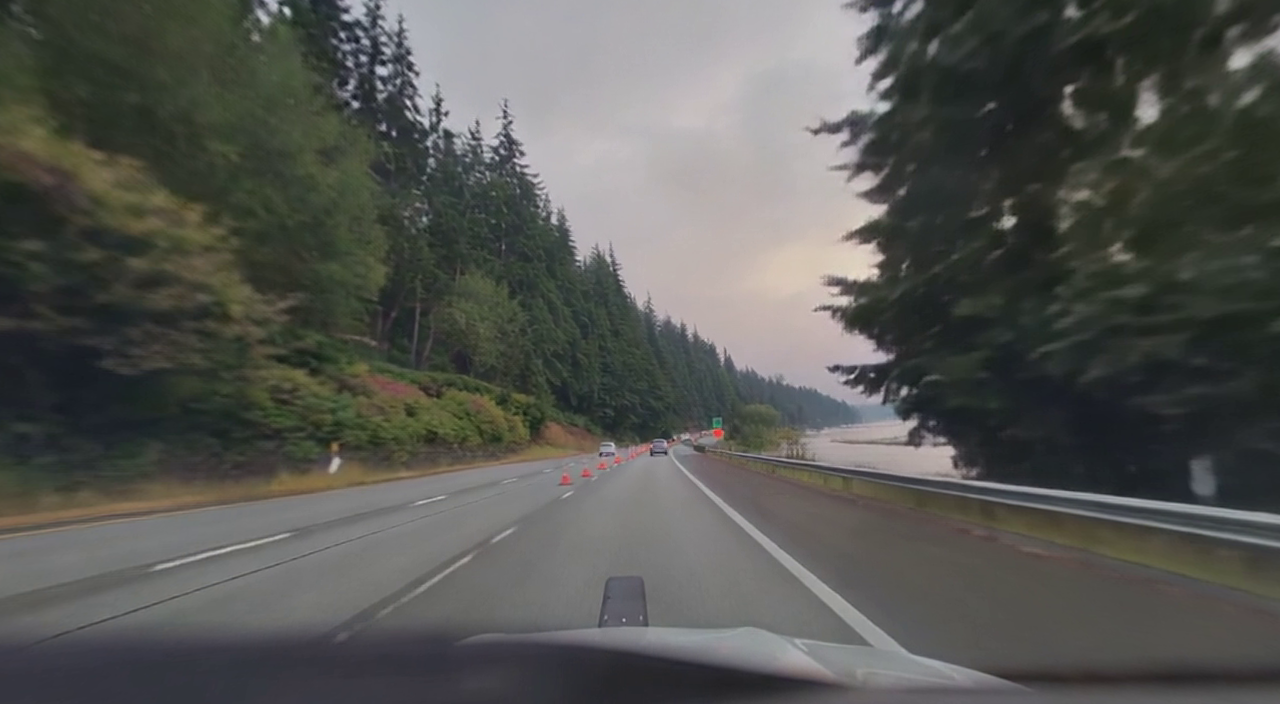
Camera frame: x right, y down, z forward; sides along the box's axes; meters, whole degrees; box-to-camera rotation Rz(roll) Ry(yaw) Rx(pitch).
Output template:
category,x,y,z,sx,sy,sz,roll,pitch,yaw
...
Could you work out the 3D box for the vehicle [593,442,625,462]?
category,x,y,z,sx,sy,sz,roll,pitch,yaw
vehicle,-2.341,7.719,48.903,2.118,1.475,4.263,0,-8,2
